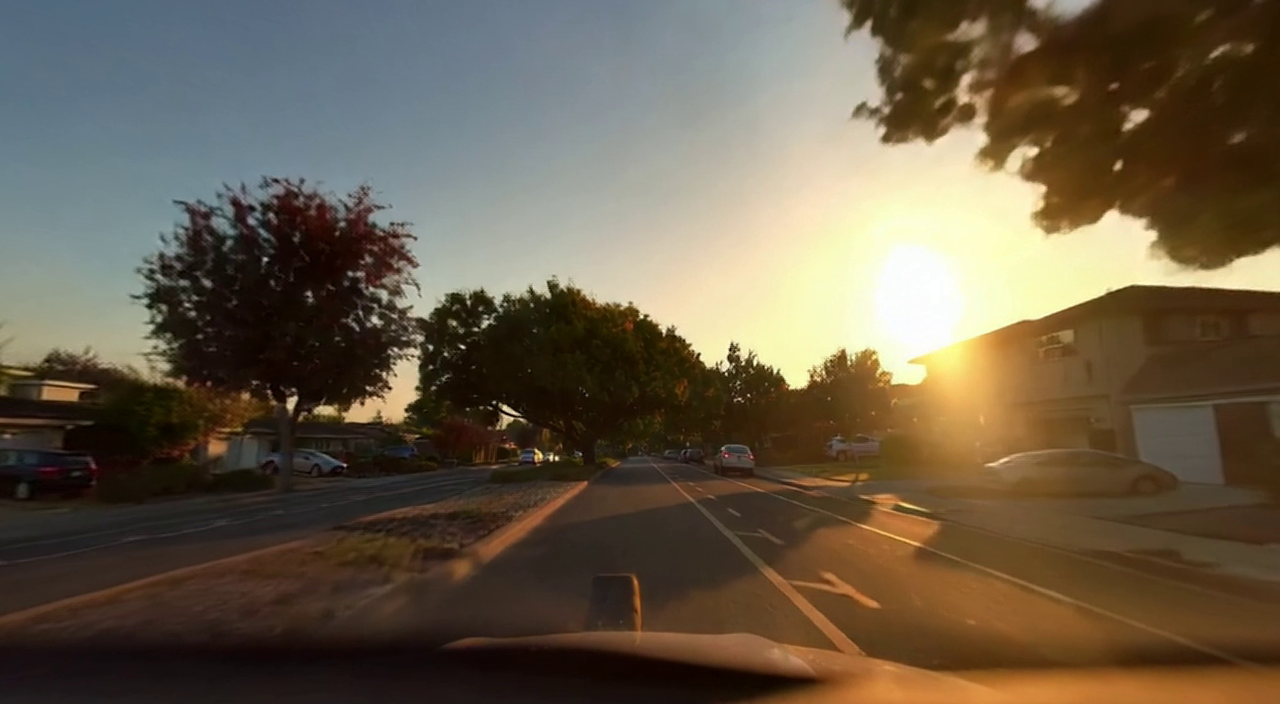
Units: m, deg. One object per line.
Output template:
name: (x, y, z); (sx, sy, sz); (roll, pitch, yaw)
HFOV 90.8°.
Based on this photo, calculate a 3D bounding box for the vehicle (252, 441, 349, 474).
vehicle: (-20.374, 6.368, 38.064); (4.564, 1.895, 2.221); (-1, -9, 6)

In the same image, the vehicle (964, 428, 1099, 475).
vehicle: (15.417, 3.949, 25.089); (4.010, 1.751, 1.922); (-1, -9, 3)

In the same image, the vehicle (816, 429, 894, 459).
vehicle: (15.836, 6.780, 46.672); (4.921, 2.117, 2.249); (-1, -9, 2)

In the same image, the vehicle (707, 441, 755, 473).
vehicle: (5.109, 5.963, 35.958); (2.001, 1.693, 4.311); (0, -9, -1)

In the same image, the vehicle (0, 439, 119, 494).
vehicle: (-21.920, 4.009, 22.342); (4.889, 1.822, 2.159); (0, -9, -3)
